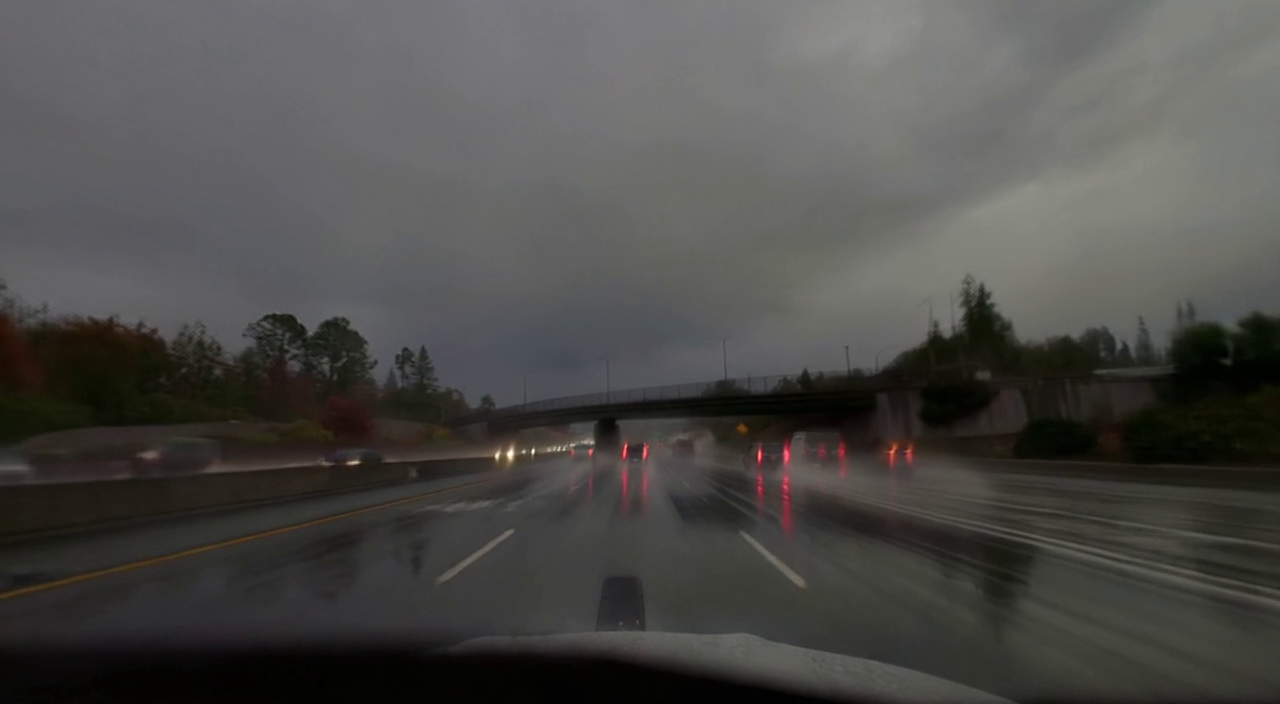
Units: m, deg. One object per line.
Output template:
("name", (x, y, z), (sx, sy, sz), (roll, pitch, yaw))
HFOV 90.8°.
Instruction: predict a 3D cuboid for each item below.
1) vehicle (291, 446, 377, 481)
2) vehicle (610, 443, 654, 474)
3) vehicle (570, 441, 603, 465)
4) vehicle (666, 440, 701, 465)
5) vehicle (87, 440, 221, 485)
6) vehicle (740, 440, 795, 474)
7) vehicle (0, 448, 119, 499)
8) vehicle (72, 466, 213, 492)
("vehicle", (-14.418, 5.237, 30.071), (1.860, 1.515, 4.407), (0, -9, 0))
("vehicle", (-0.389, 5.457, 32.528), (2.075, 1.486, 4.007), (0, -9, 0))
("vehicle", (-4.116, 7.848, 49.025), (2.113, 1.756, 4.471), (0, -9, 0))
("vehicle", (3.274, 7.759, 48.769), (2.177, 1.831, 4.766), (0, -9, -2))
("vehicle", (-24.936, 5.660, 32.814), (2.315, 2.102, 5.833), (0, -9, 0))
("vehicle", (6.534, 5.426, 32.739), (1.936, 1.625, 3.991), (0, -9, -1))
("vehicle", (-24.856, 4.858, 25.706), (2.169, 1.903, 5.953), (0, -9, 0))
("vehicle", (-24.962, 6.397, 32.066), (2.739, 0.977, 5.545), (0, -9, 0))
